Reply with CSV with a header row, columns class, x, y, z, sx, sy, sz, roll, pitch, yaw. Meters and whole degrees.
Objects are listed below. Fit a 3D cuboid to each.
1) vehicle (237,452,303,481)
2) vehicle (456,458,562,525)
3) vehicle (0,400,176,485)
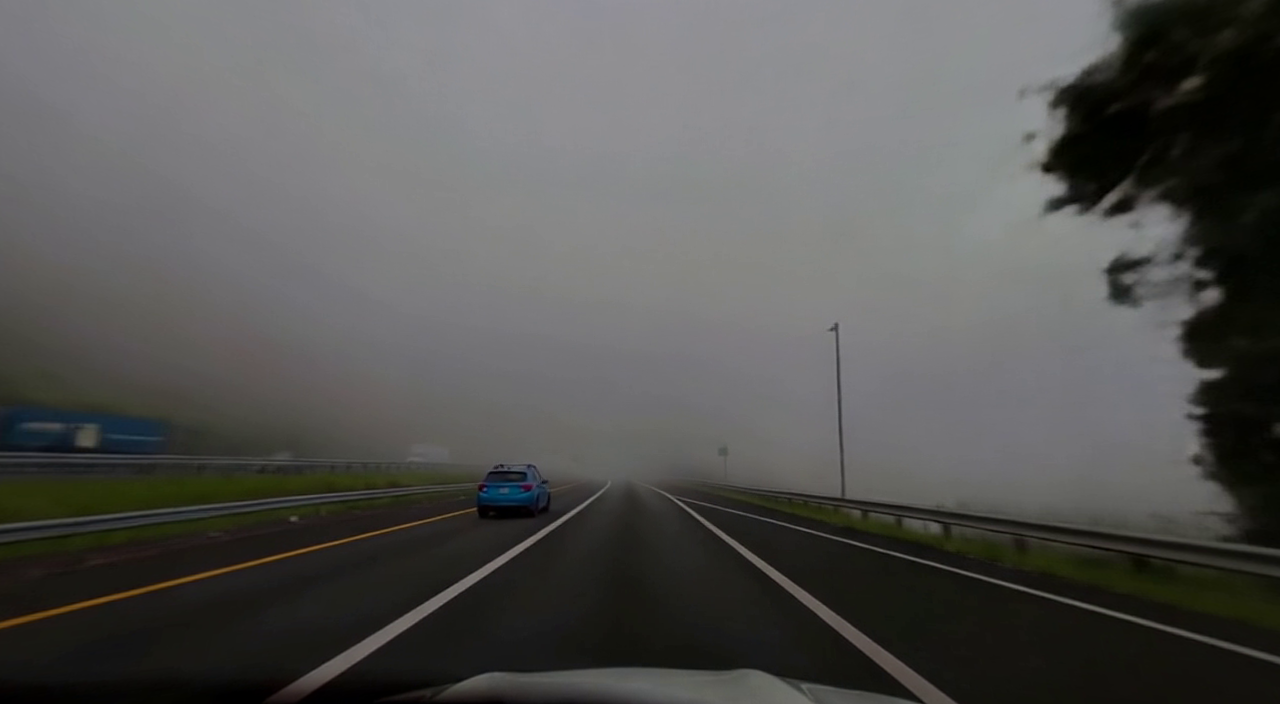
class,x,y,z,sx,sy,sz,roll,pitch,yaw
vehicle,-24.915,7.732,42.570,1.984,1.800,4.321,1,-10,-4
vehicle,-3.444,3.770,17.436,1.967,1.556,4.364,1,-10,0
vehicle,-28.242,4.649,31.094,2.808,3.437,10.955,1,-10,-4
